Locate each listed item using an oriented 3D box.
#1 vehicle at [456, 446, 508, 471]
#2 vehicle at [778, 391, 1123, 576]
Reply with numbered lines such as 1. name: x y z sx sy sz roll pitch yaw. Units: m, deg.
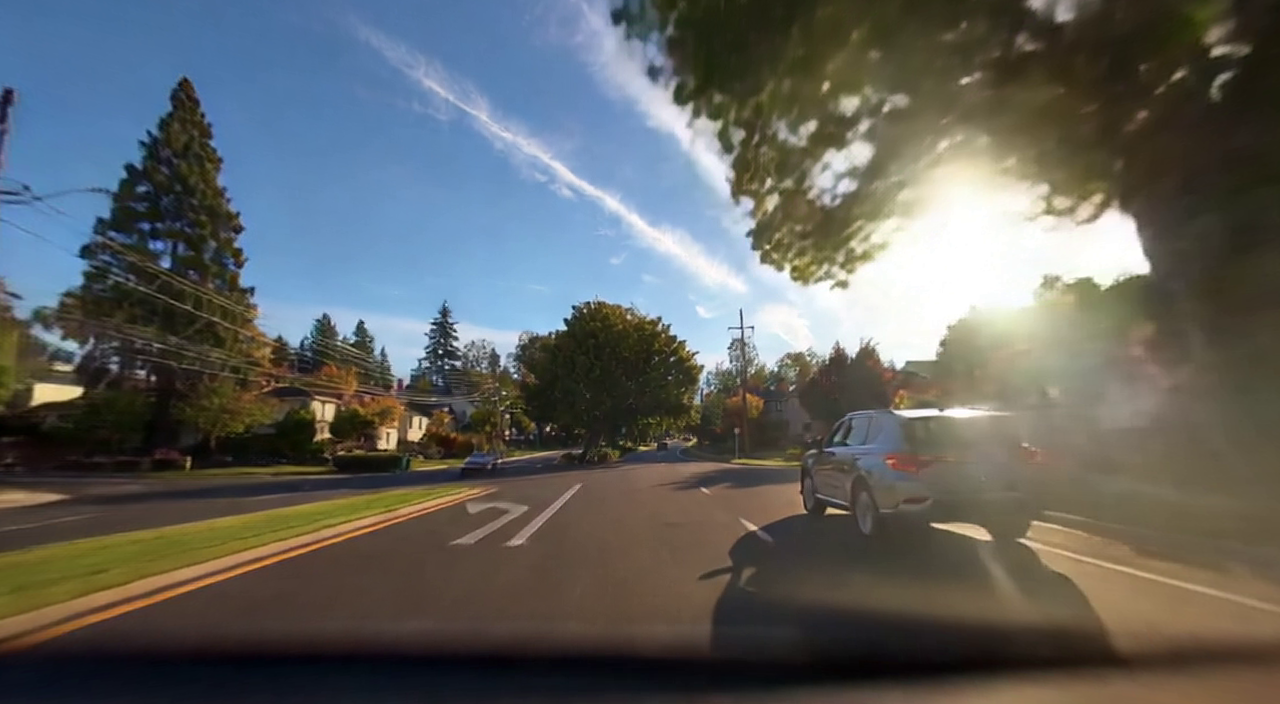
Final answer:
1. vehicle: -10.053 6.812 40.628 1.990 1.521 4.879 0 -9 1
2. vehicle: 3.541 1.630 8.575 2.193 1.777 4.772 0 -9 -1
